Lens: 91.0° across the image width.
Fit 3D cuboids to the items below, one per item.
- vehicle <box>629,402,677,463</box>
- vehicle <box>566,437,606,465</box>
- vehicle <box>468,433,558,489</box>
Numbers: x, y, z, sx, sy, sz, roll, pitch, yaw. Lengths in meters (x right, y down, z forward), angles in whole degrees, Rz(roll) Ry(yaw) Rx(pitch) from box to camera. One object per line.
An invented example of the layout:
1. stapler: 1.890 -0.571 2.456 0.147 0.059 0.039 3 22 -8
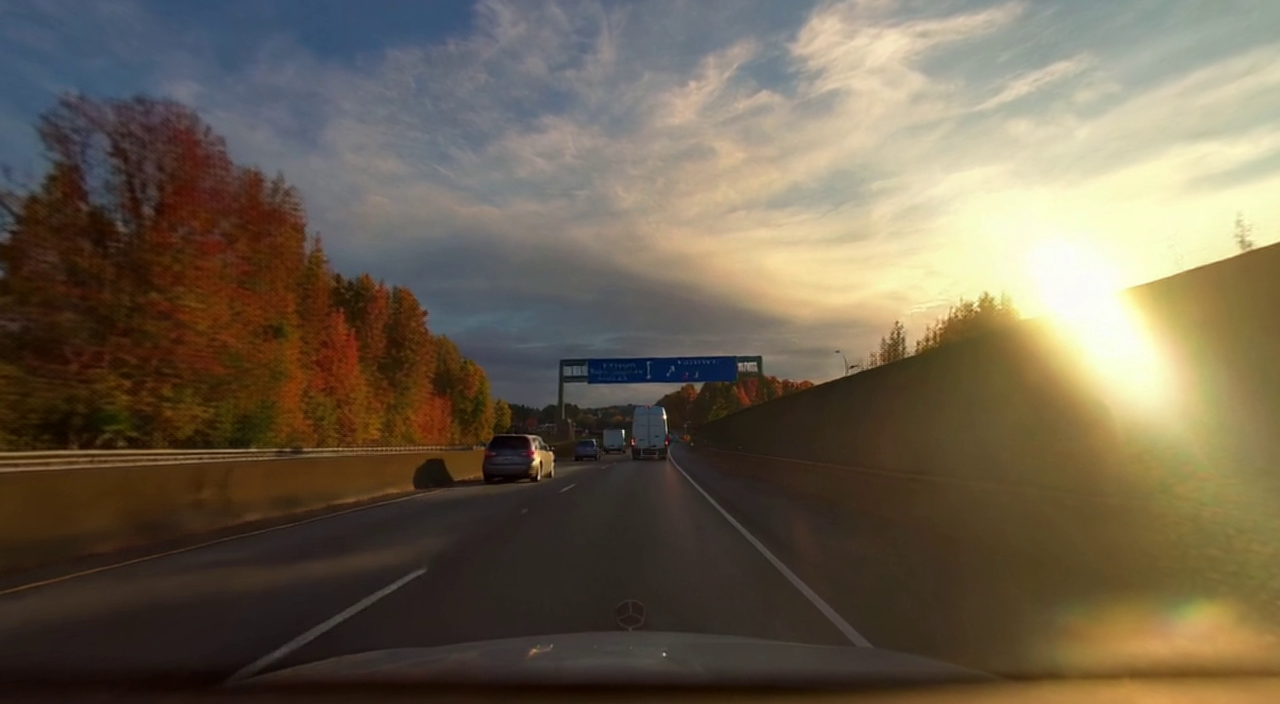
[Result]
1. vehicle: 0.894 5.655 43.773 2.933 3.701 10.425 0 -8 1
2. vehicle: -3.220 6.024 38.410 1.962 1.575 4.158 0 -8 1
3. vehicle: -3.803 3.313 19.535 1.927 1.556 3.921 0 -8 1
